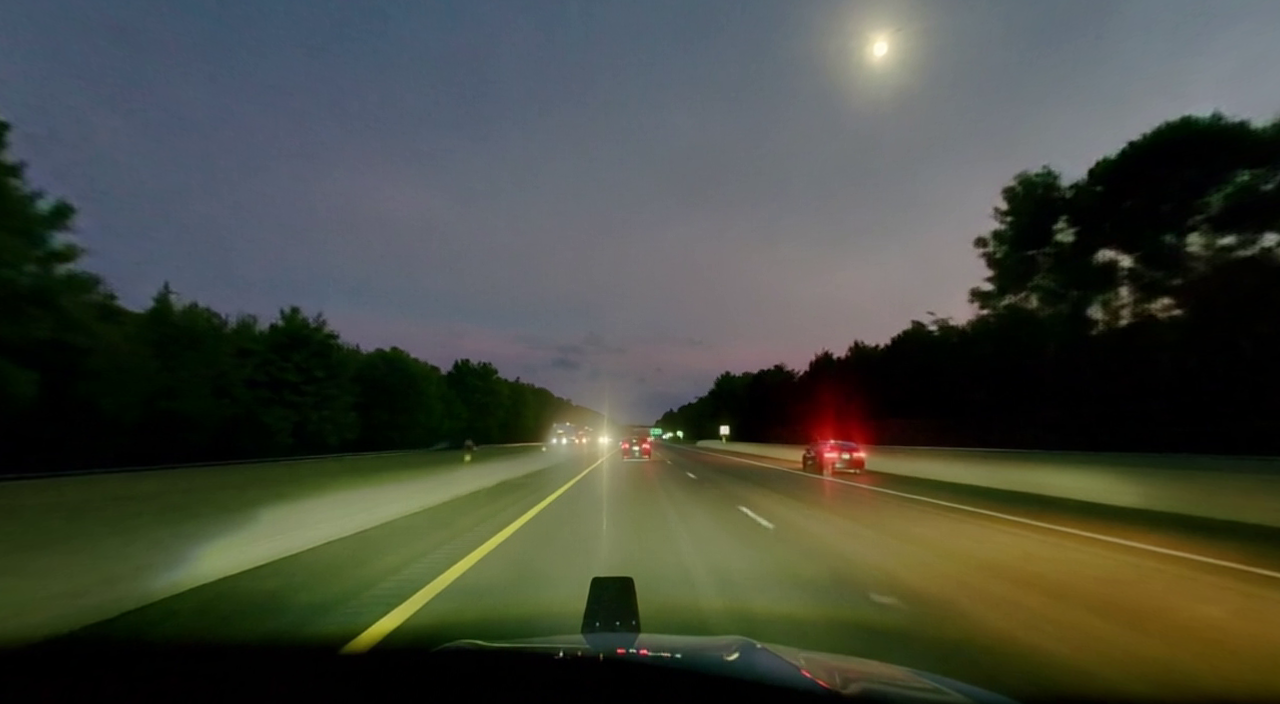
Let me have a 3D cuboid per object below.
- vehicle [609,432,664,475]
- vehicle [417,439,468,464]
[{"bbox_3d":[-0.137,3.756,23.630,1.897,1.479,3.724,0,-8,-1],"label":"vehicle"},{"bbox_3d":[-12.964,6.536,41.605,1.878,1.499,4.539,0,-8,0],"label":"vehicle"}]
